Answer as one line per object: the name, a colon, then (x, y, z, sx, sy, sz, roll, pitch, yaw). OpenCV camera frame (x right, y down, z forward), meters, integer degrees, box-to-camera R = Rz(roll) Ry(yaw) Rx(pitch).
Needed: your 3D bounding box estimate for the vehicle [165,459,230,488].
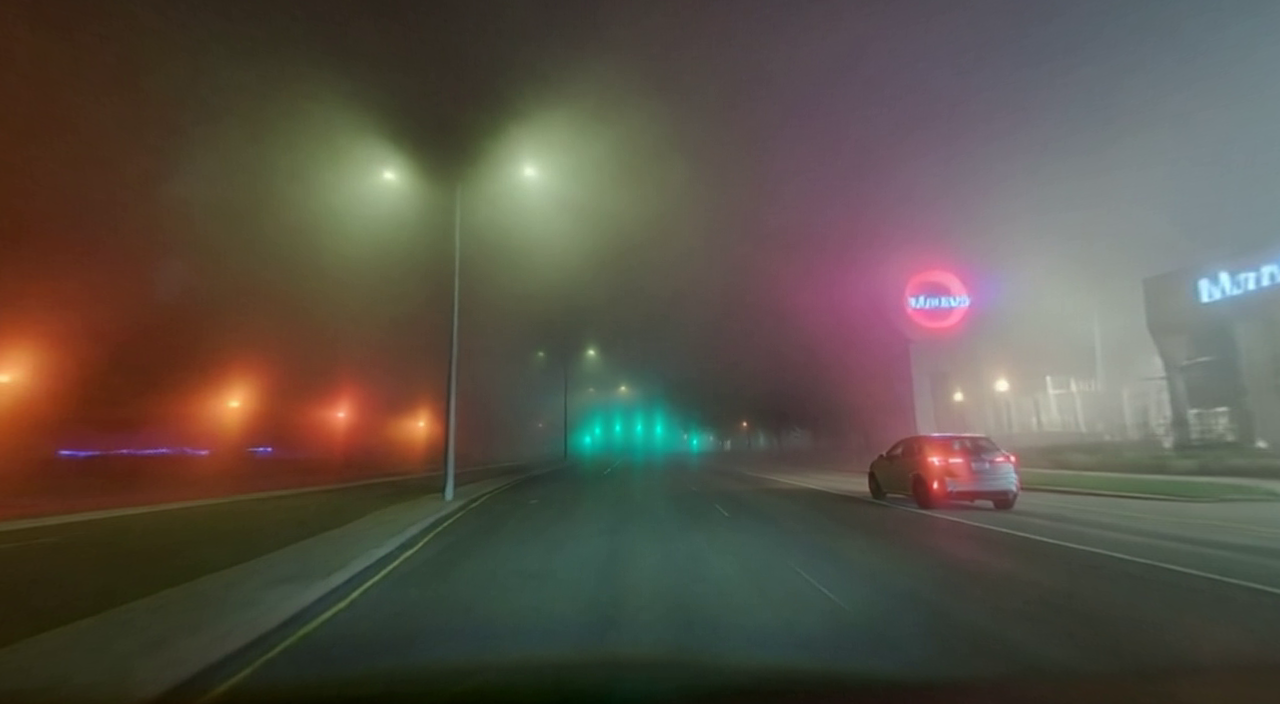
vehicle: (-27.620, 7.533, 39.377, 4.967, 1.587, 2.096, -8, -11, 41)

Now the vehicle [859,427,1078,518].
vehicle: (6.377, 2.392, 13.081, 1.913, 1.504, 4.738, 0, -8, -1)

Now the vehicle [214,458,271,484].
vehicle: (-27.278, 8.079, 43.235, 5.281, 1.586, 1.979, -8, -12, 43)
